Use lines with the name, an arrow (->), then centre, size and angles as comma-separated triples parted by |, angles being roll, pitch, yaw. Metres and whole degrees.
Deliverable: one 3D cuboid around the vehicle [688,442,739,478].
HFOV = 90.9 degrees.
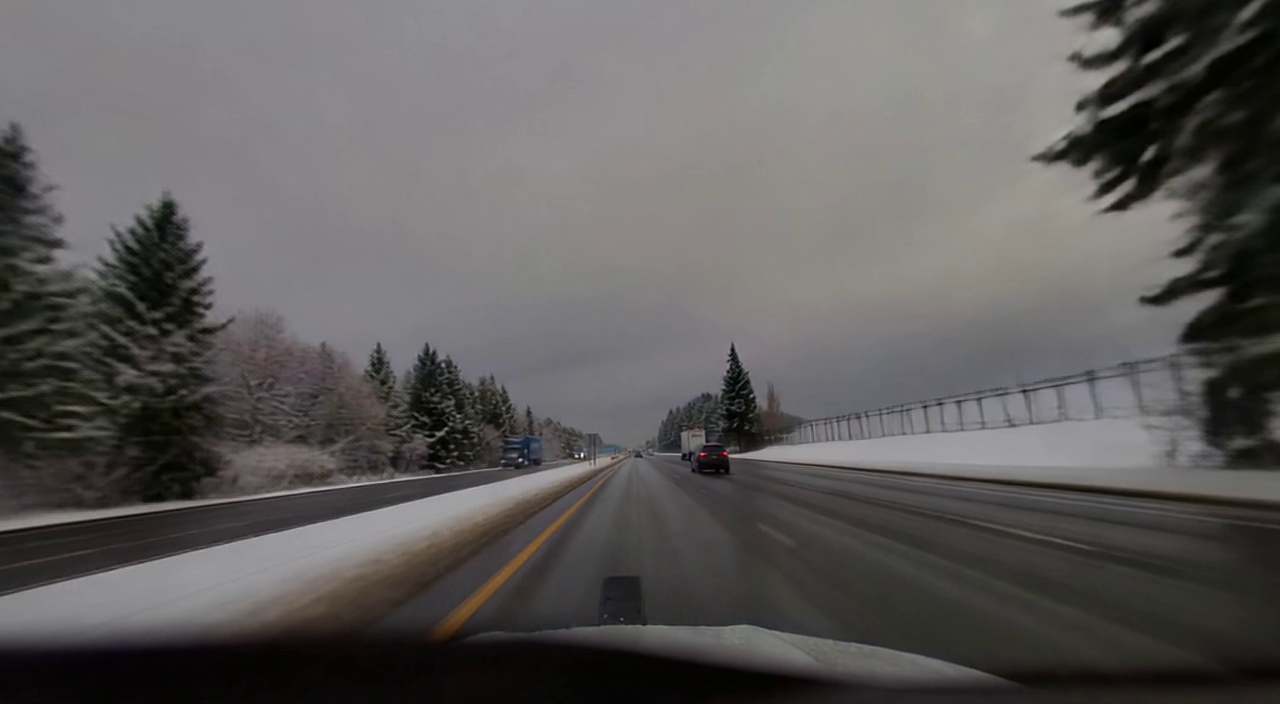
vehicle -> 3.765, 5.624, 33.099 | 2.093, 1.742, 4.167 | 0, -9, -1
